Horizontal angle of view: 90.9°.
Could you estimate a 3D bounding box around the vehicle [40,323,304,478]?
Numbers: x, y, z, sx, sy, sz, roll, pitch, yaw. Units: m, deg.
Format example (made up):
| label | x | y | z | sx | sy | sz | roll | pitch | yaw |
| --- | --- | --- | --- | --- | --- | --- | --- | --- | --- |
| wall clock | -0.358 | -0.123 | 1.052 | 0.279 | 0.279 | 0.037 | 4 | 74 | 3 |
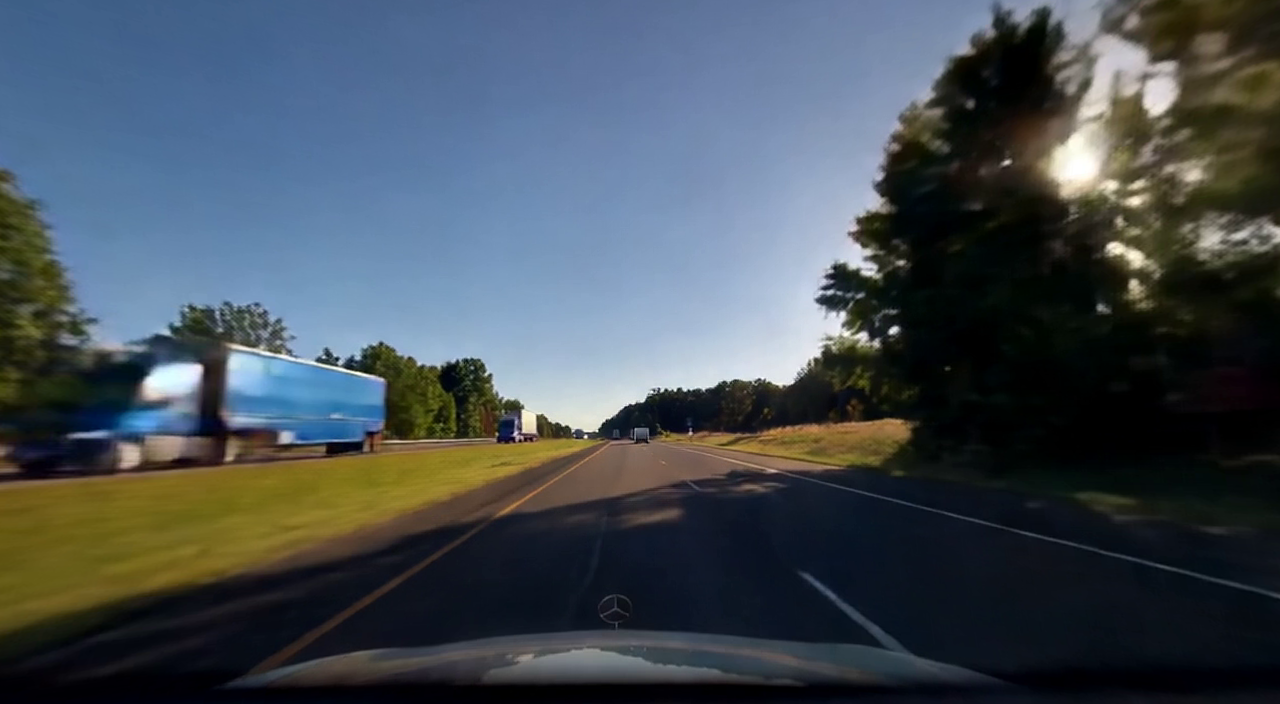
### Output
| label | x | y | z | sx | sy | sz | roll | pitch | yaw |
| --- | --- | --- | --- | --- | --- | --- | --- | --- | --- |
| vehicle | -13.248 | 1.585 | 18.792 | 3.008 | 3.852 | 6.229 | 0 | -8 | -1 |
